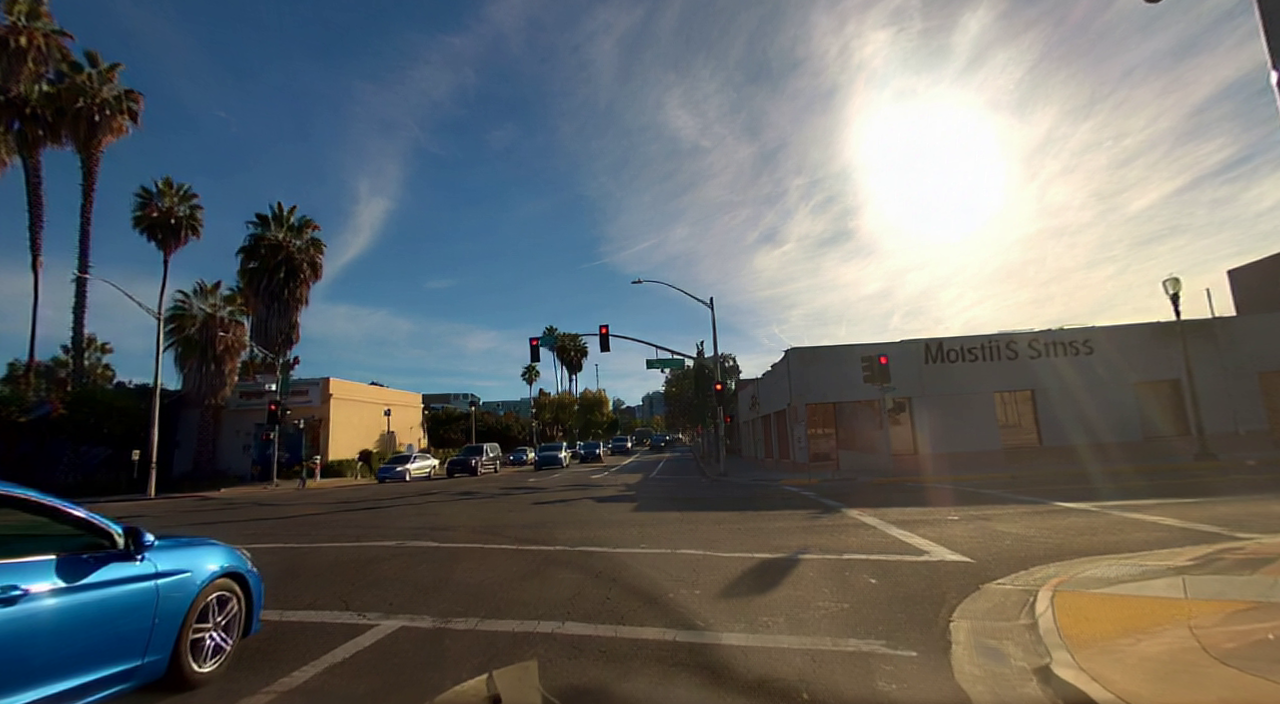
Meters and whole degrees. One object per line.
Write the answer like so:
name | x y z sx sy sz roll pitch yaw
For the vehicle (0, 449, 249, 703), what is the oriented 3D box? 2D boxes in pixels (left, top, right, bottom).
vehicle | -3.683 1.021 2.250 1.850 1.325 4.295 0 -9 0

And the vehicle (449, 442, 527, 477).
vehicle | -8.441 6.040 35.719 2.152 1.825 5.406 -2 -9 11

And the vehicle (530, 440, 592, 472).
vehicle | -4.519 6.056 36.859 2.092 1.709 4.775 -2 -9 12

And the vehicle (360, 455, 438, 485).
vehicle | -12.637 6.216 33.524 1.880 1.440 4.418 -2 -9 9
